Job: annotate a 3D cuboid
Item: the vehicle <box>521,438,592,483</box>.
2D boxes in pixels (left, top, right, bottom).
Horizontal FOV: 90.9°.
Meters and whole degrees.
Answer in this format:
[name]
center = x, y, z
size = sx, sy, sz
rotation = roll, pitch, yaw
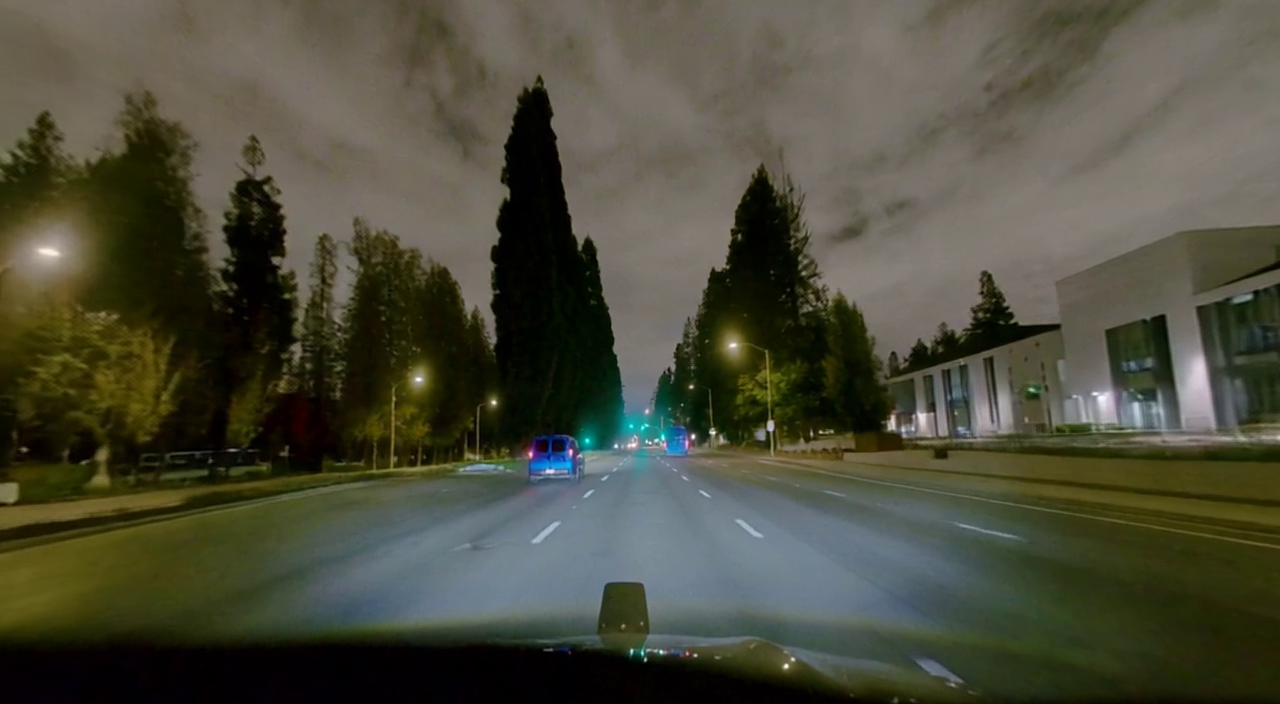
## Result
[vehicle]
center = -3.148, 4.209, 24.791
size = 2.129, 1.602, 4.532
rotation = 0, -8, 1
